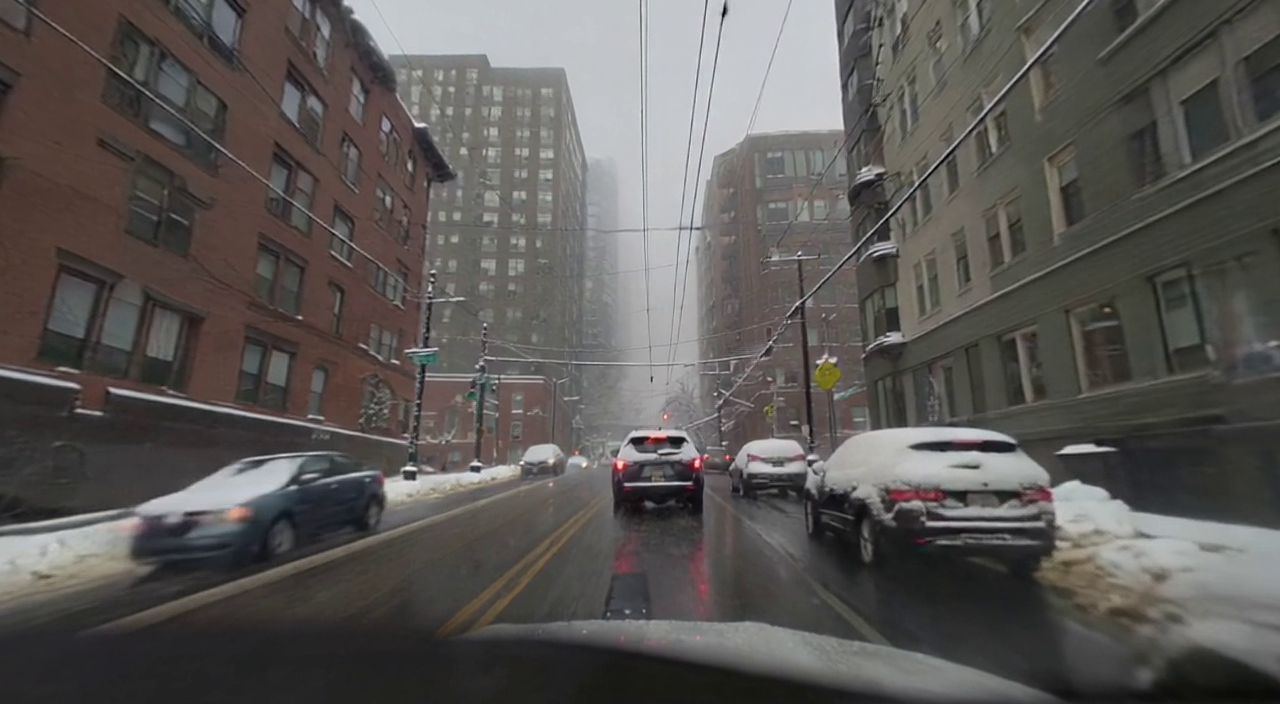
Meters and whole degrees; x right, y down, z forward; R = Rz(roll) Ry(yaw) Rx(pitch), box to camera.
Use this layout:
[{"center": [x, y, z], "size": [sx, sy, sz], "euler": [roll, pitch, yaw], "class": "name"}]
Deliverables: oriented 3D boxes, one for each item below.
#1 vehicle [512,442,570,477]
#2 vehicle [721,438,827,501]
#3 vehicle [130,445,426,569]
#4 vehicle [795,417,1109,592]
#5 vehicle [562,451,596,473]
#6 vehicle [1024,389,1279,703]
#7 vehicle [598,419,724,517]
[{"center": [-5.171, 5.655, 33.495], "size": [2.215, 1.703, 4.614], "euler": [0, -8, 2], "class": "vehicle"}, {"center": [3.381, 3.039, 16.811], "size": [1.970, 1.452, 4.227], "euler": [0, -8, 1], "class": "vehicle"}, {"center": [-5.244, 2.246, 10.075], "size": [1.966, 1.470, 4.528], "euler": [0, -8, 1], "class": "vehicle"}, {"center": [3.352, 1.684, 7.842], "size": [1.906, 1.578, 4.020], "euler": [0, -8, 1], "class": "vehicle"}, {"center": [-4.720, 8.623, 49.519], "size": [2.014, 1.538, 4.275], "euler": [-1, -8, 3], "class": "vehicle"}, {"center": [3.120, 0.698, 0.863], "size": [2.116, 1.487, 4.988], "euler": [0, -8, 1], "class": "vehicle"}, {"center": [0.371, 2.351, 13.277], "size": [2.232, 1.736, 4.036], "euler": [0, -8, 0], "class": "vehicle"}]
